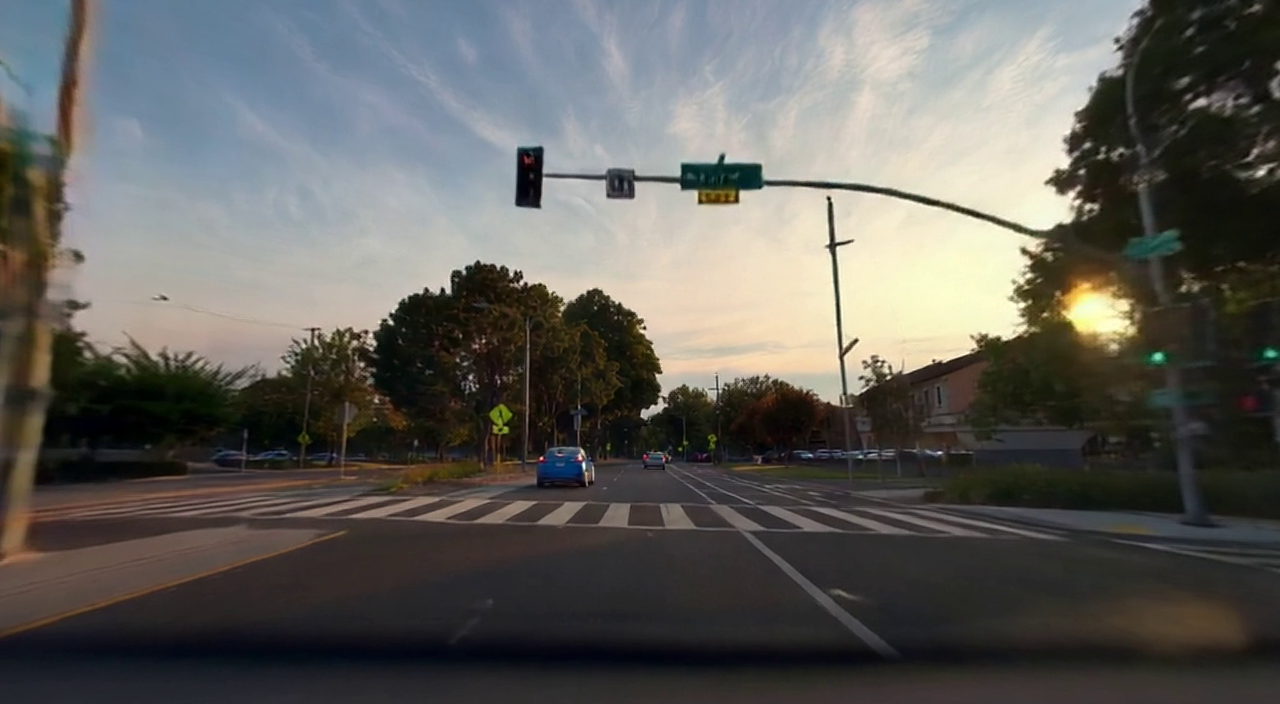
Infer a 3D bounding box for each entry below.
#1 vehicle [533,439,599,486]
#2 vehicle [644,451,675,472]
[{"bbox_3d":[-3.002,4.611,26.592,2.150,1.812,4.423,0,-9,1],"label":"vehicle"},{"bbox_3d":[1.391,8.050,46.582,2.075,1.480,3.920,0,-9,0],"label":"vehicle"}]
